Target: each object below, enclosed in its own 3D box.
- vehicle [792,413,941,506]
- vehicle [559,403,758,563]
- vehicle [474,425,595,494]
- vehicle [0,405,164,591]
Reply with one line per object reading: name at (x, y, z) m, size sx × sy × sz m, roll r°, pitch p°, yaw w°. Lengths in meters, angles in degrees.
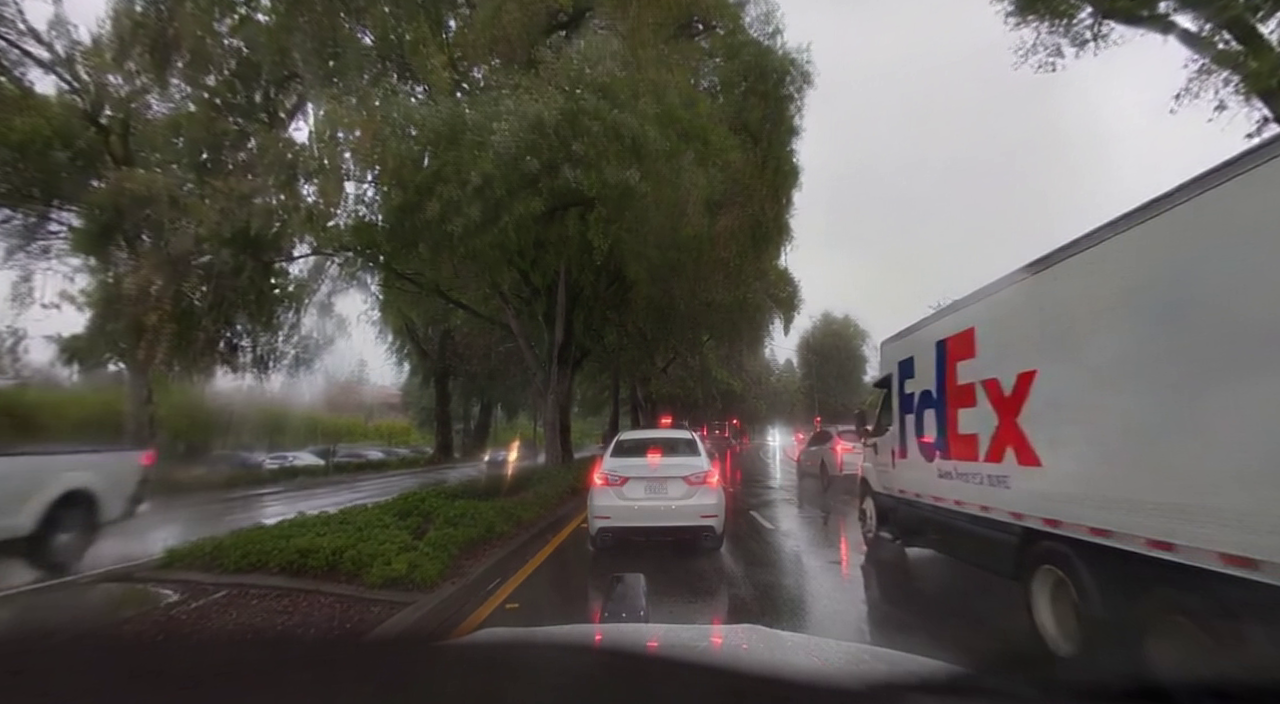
vehicle at (5.238, 2.549, 15.373) m, size 2.059 × 1.864 × 4.700 m, roll 1°, pitch -8°, yaw 2°
vehicle at (0.212, 1.728, 9.007) m, size 2.154 × 1.710 × 4.128 m, roll -1°, pitch -8°, yaw 0°
vehicle at (-2.959, 3.178, 19.005) m, size 2.057 × 1.786 × 4.725 m, roll -2°, pitch -8°, yaw 11°
vehicle at (-7.477, 1.443, 6.117) m, size 2.051 × 1.843 × 4.469 m, roll -1°, pitch -8°, yaw 3°
